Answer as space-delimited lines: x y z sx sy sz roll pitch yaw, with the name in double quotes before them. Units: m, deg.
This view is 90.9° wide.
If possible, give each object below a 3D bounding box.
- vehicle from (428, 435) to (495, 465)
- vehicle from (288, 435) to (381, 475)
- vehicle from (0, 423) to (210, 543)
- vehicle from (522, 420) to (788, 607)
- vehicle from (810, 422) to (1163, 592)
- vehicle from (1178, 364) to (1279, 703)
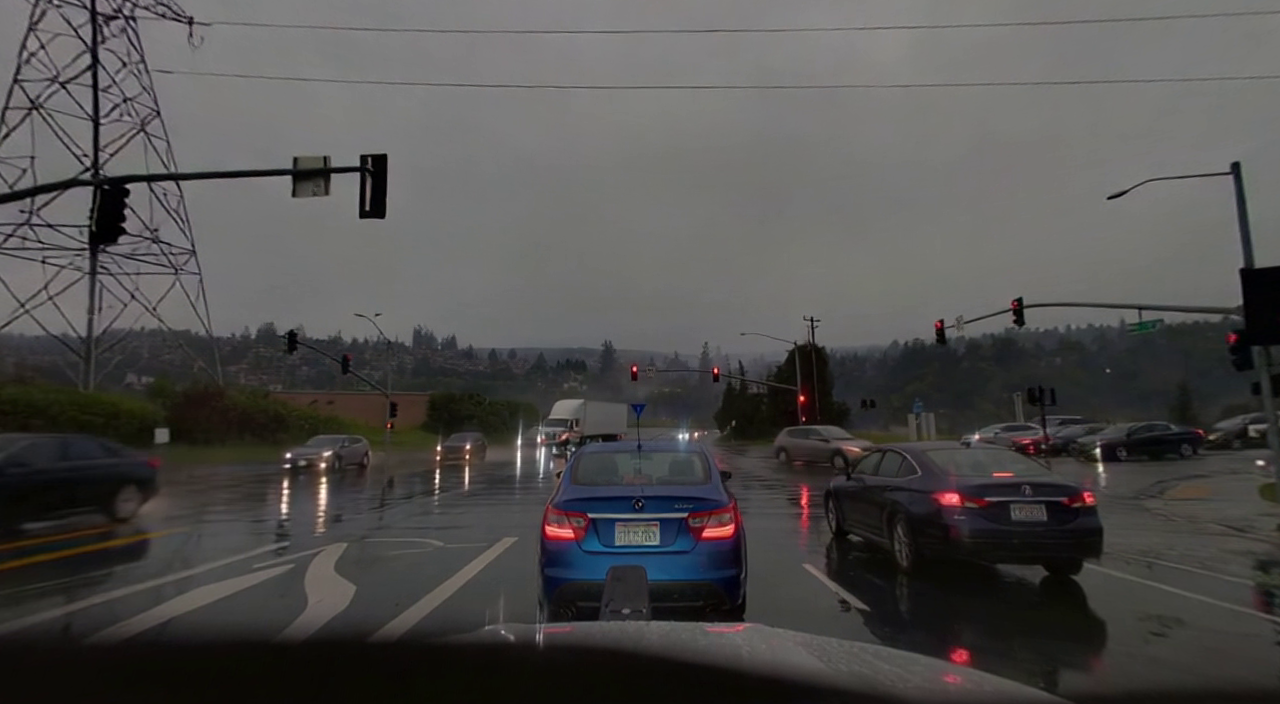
"vehicle" -9.659 5.370 34.582 1.992 1.480 4.743 -1 -8 4
"vehicle" -14.397 4.870 30.034 1.955 1.694 4.625 -1 -8 3
"vehicle" -10.379 2.179 10.985 2.239 1.719 4.948 0 -8 0
"vehicle" 0.106 1.596 7.126 2.117 1.474 4.036 0 -8 0
"vehicle" 3.646 1.683 7.723 1.835 1.473 4.190 0 -8 -2
"vehicle" 3.409 0.589 0.629 1.926 1.614 4.330 0 -8 1
